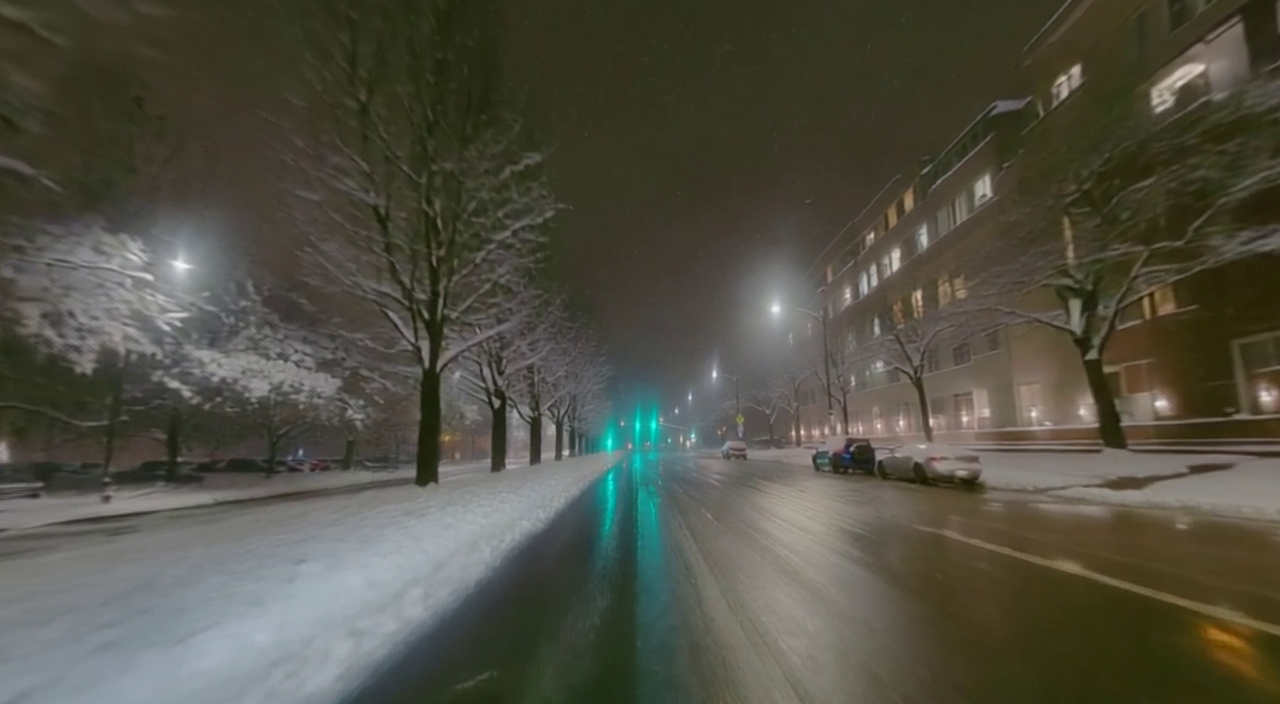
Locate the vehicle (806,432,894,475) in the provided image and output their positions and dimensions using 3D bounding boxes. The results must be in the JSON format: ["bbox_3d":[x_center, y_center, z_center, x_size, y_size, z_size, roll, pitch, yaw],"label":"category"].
[{"bbox_3d":[9.860,4.814,30.201,2.272,1.843,4.913,1,-9,-3],"label":"vehicle"}]

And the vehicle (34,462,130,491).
[{"bbox_3d":[-32.843,7.315,37.244,3.802,1.590,1.968,-1,-9,3],"label":"vehicle"}]

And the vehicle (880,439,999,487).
[{"bbox_3d":[10.100,3.762,21.761,1.964,1.477,4.459,0,-9,0],"label":"vehicle"}]
